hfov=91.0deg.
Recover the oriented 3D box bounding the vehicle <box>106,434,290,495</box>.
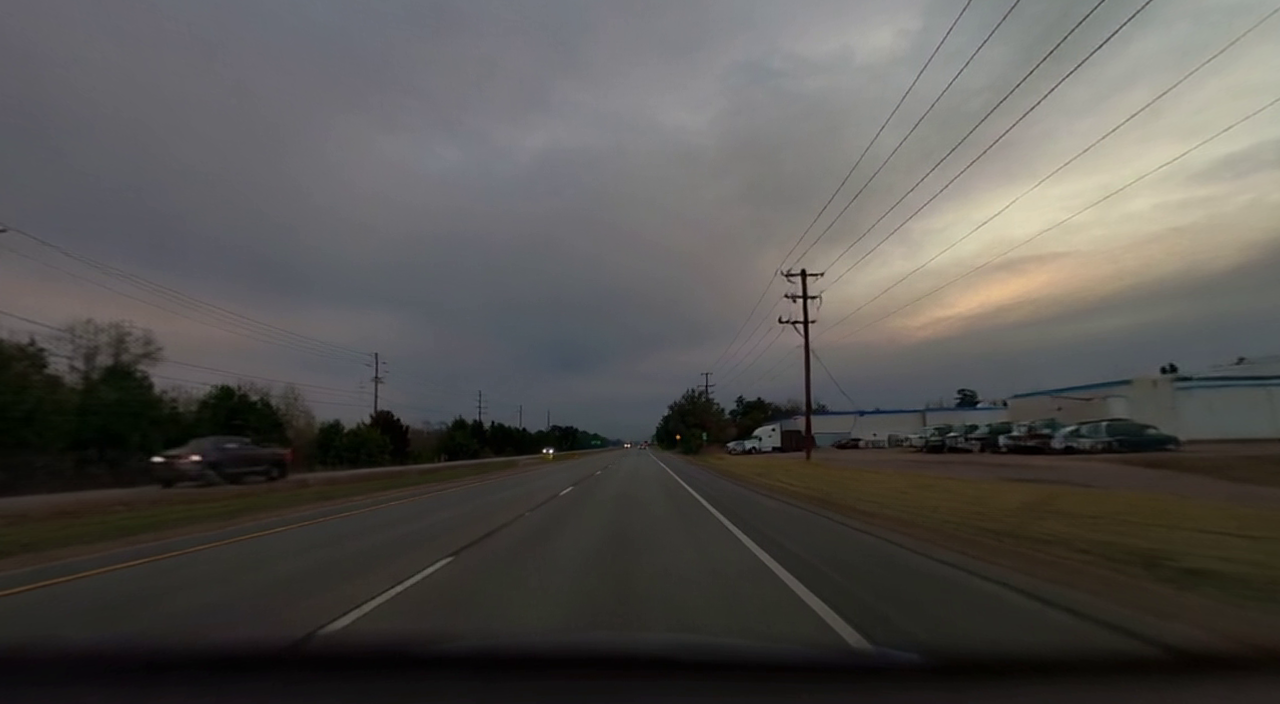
[{"bbox_3d":[-21.416,5.482,31.363,3.137,2.587,8.274,-1,-9,0],"label":"vehicle"}]
